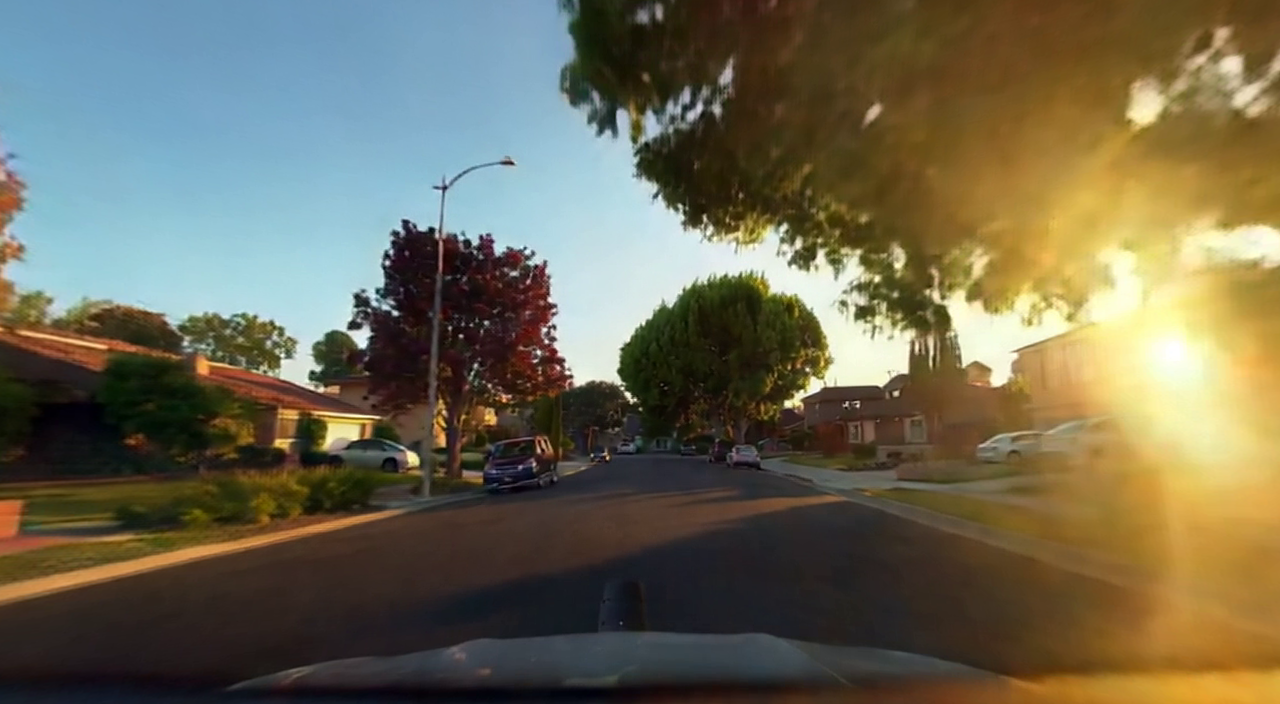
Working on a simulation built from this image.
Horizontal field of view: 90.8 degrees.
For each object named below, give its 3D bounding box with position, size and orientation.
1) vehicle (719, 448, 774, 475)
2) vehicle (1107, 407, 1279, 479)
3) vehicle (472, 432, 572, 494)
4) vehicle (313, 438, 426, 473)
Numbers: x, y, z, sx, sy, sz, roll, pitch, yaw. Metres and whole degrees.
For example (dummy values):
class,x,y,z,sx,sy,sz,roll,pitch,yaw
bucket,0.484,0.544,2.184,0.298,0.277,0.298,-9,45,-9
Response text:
class,x,y,z,sx,sy,sz,roll,pitch,yaw
vehicle,6.097,6.357,36.834,1.984,1.437,4.726,1,-9,-5
vehicle,14.939,2.355,16.425,4.384,1.688,1.956,2,-8,-13
vehicle,-3.857,3.685,21.664,2.215,1.859,4.765,0,-8,4
vehicle,-11.782,4.521,27.832,4.376,1.458,2.046,3,-8,-19
